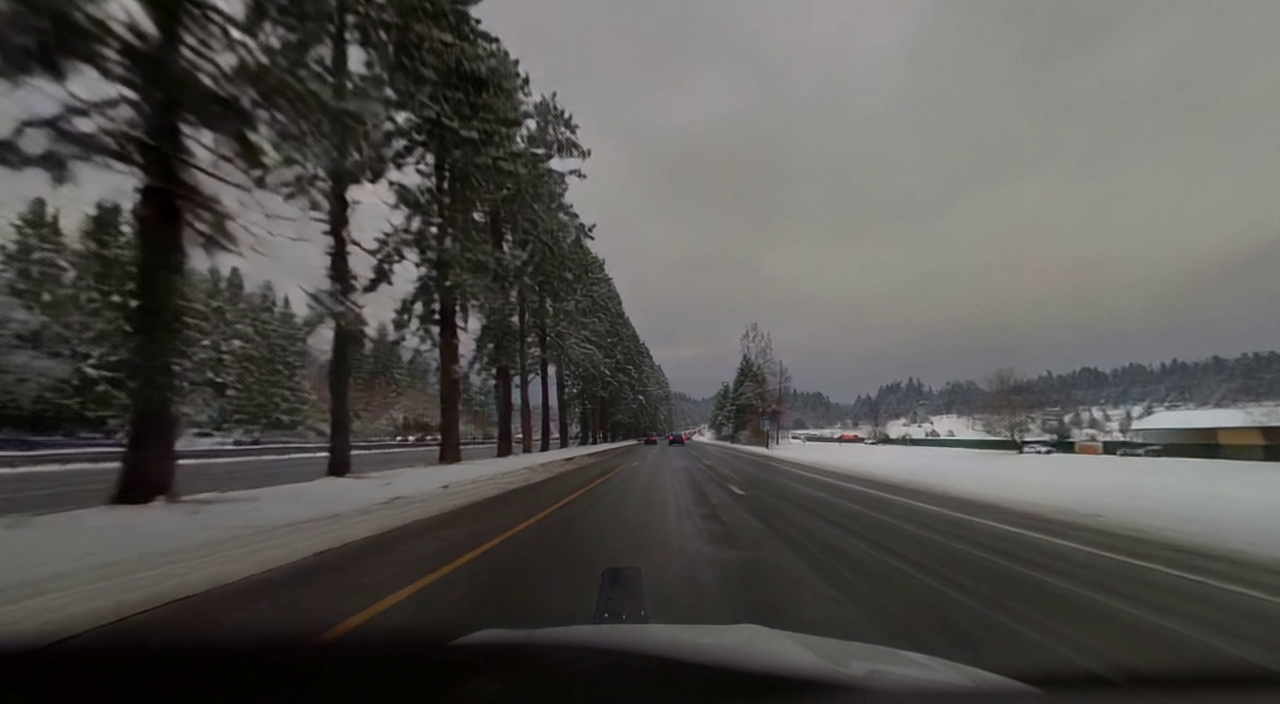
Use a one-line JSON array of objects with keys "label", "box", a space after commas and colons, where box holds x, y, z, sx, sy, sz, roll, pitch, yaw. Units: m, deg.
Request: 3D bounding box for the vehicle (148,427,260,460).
[{"label": "vehicle", "box": [-26.587, 5.633, 38.811, 2.173, 1.802, 6.102, -1, -8, 5]}]
